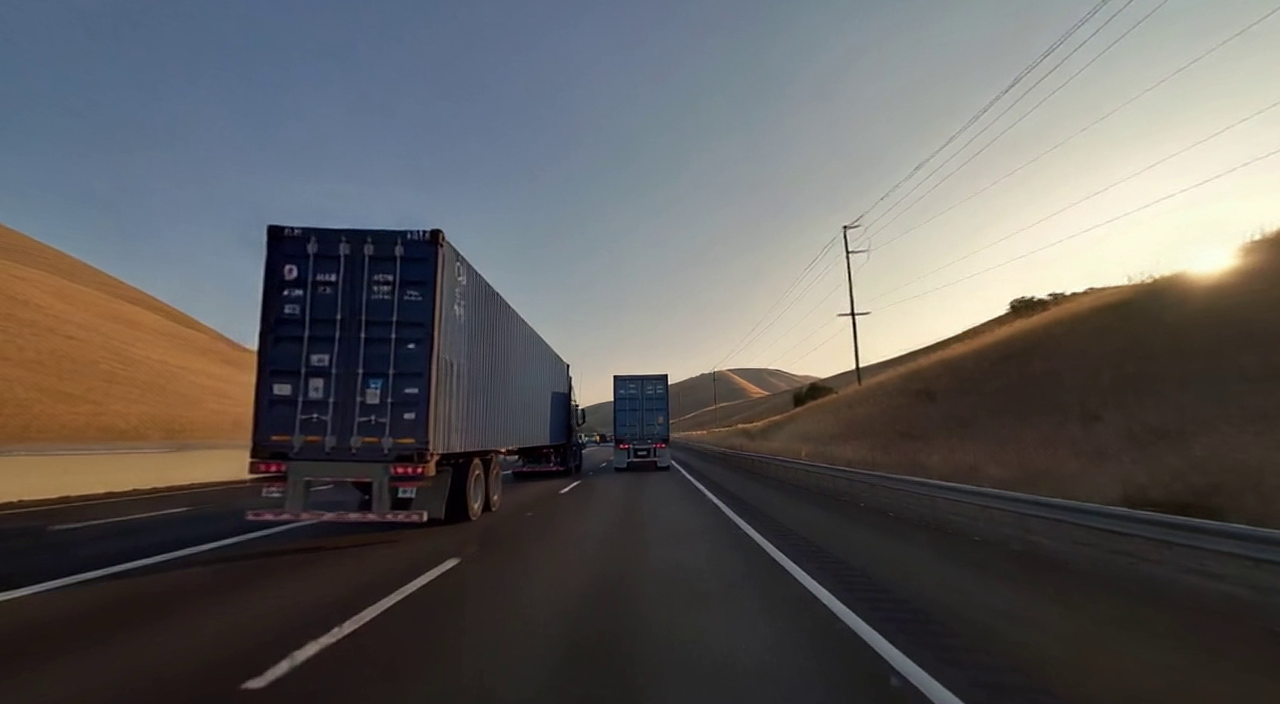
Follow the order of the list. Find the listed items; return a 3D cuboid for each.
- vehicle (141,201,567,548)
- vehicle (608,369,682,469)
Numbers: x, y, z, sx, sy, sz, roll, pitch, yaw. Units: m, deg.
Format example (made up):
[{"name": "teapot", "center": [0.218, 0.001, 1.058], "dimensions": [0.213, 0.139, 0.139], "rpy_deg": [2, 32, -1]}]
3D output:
[{"name": "vehicle", "center": [-4.069, 1.160, 14.189], "dimensions": [3.065, 4.105, 13.706], "rpy_deg": [0, -8, 1]}, {"name": "vehicle", "center": [0.114, 3.586, 31.792], "dimensions": [3.006, 4.120, 11.586], "rpy_deg": [0, -8, -1]}]
